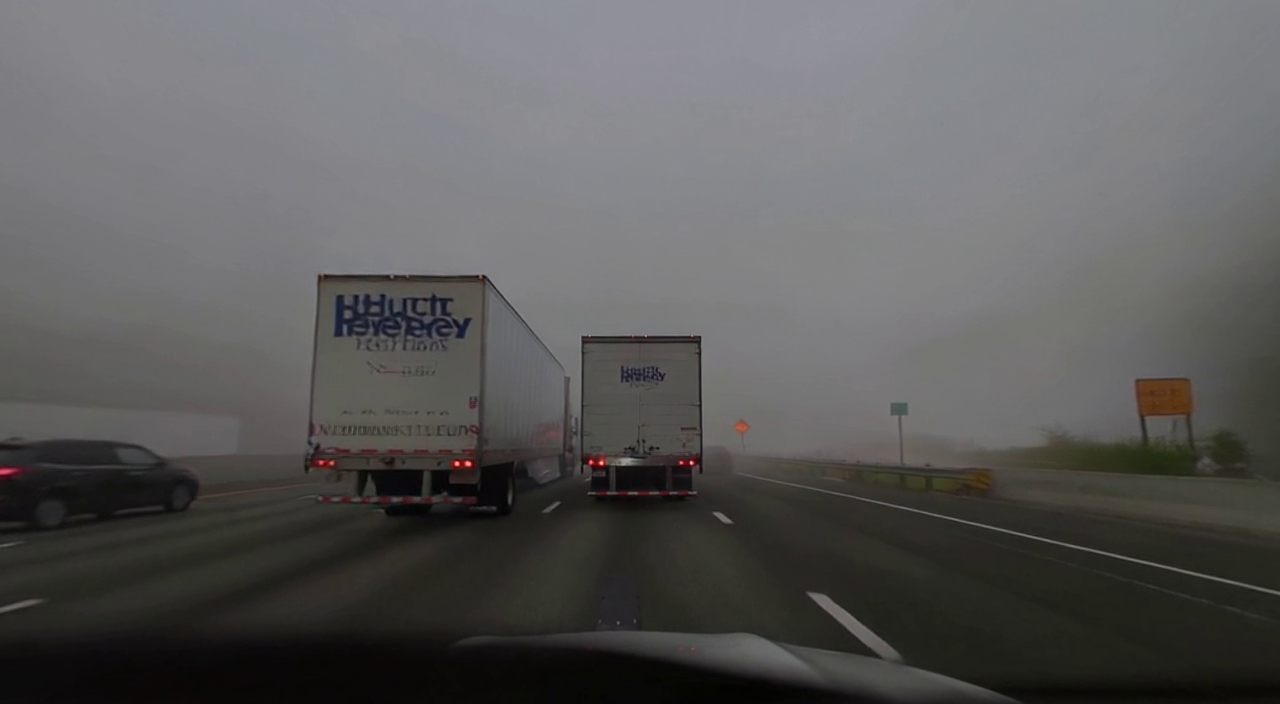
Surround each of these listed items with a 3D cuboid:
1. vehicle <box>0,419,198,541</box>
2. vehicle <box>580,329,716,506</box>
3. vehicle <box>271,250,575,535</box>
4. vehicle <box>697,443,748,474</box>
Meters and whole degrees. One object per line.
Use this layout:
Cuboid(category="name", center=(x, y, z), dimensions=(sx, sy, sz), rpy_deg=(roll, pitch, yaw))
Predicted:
Cuboid(category="vehicle", center=(-10.878, 2.189, 11.149), dimensions=(2.120, 1.862, 5.530), rpy_deg=(0, -9, 0))
Cuboid(category="vehicle", center=(0.089, 2.116, 18.606), dimensions=(2.910, 3.828, 9.805), rpy_deg=(0, -9, -1))
Cuboid(category="vehicle", center=(-3.859, 1.706, 17.025), dimensions=(2.873, 4.107, 15.970), rpy_deg=(0, -9, -1))
Cuboid(category="vehicle", center=(4.104, 5.385, 32.145), dimensions=(2.010, 1.446, 4.579), rpy_deg=(0, -9, 1))
